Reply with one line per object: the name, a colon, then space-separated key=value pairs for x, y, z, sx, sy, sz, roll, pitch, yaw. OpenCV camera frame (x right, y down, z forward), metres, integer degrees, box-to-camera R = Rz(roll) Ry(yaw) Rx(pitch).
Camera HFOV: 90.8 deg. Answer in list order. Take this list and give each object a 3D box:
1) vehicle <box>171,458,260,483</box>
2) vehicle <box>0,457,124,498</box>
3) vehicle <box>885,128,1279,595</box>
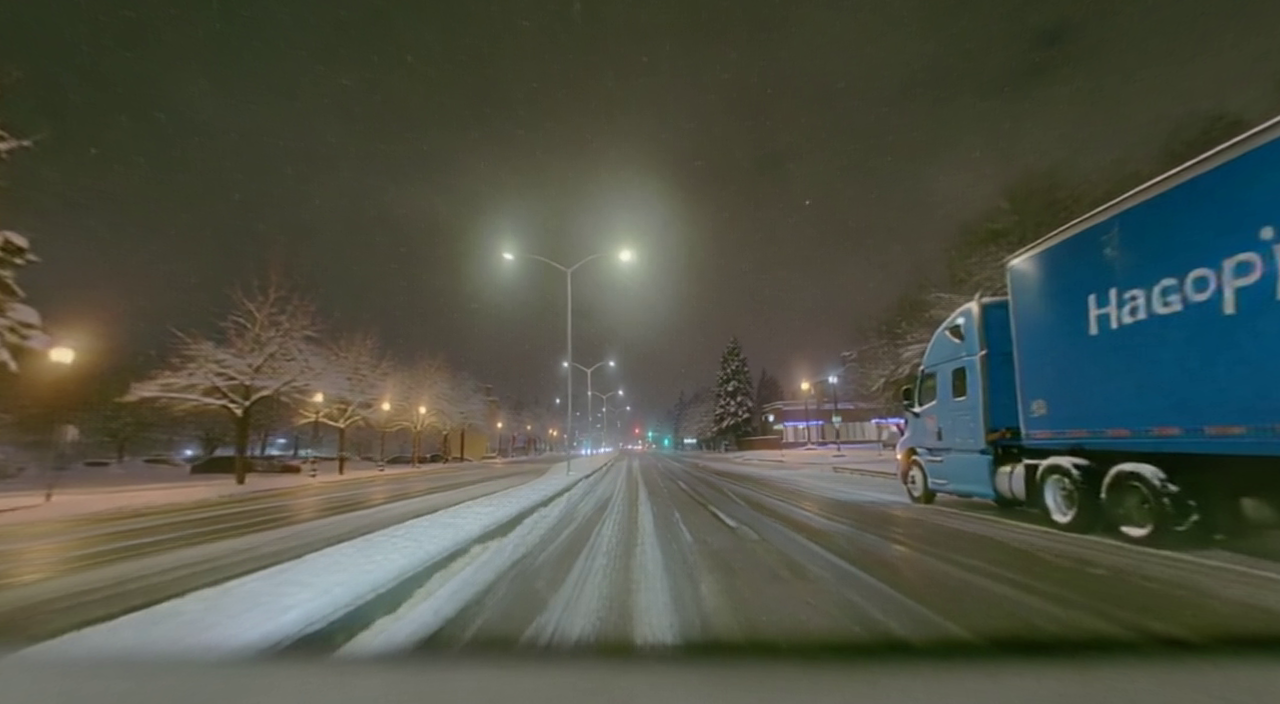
vehicle: x=-28.059 y=7.834 z=41.866 sx=4.576 sy=1.426 sz=1.886 roll=7 pitch=-11 yaw=-42
vehicle: x=-27.992 y=5.924 z=30.123 sx=4.923 sy=1.725 sz=2.088 roll=5 pitch=-10 yaw=-34
vehicle: x=6.782 y=0.381 z=7.260 sx=3.120 sy=3.794 sz=11.510 roll=0 pitch=-8 yaw=-1
